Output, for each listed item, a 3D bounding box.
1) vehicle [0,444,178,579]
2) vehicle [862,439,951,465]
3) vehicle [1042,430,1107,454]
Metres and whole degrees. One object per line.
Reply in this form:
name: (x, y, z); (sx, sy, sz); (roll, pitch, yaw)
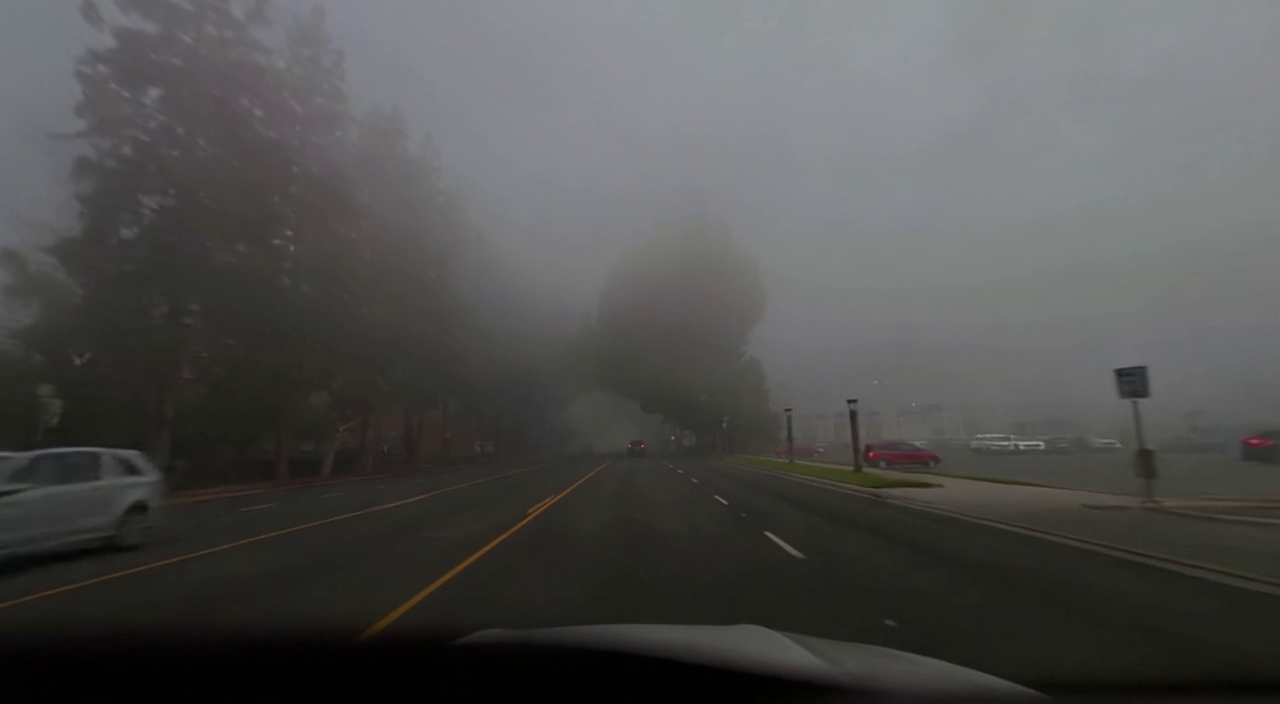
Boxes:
vehicle: (-8.013, 1.799, 7.225); (1.969, 1.462, 4.425); (-1, -8, 2)
vehicle: (16.741, 6.303, 39.855); (4.665, 1.570, 2.080); (0, -8, 0)
vehicle: (34.224, 7.108, 49.939); (1.843, 1.774, 4.626); (0, -8, 0)
